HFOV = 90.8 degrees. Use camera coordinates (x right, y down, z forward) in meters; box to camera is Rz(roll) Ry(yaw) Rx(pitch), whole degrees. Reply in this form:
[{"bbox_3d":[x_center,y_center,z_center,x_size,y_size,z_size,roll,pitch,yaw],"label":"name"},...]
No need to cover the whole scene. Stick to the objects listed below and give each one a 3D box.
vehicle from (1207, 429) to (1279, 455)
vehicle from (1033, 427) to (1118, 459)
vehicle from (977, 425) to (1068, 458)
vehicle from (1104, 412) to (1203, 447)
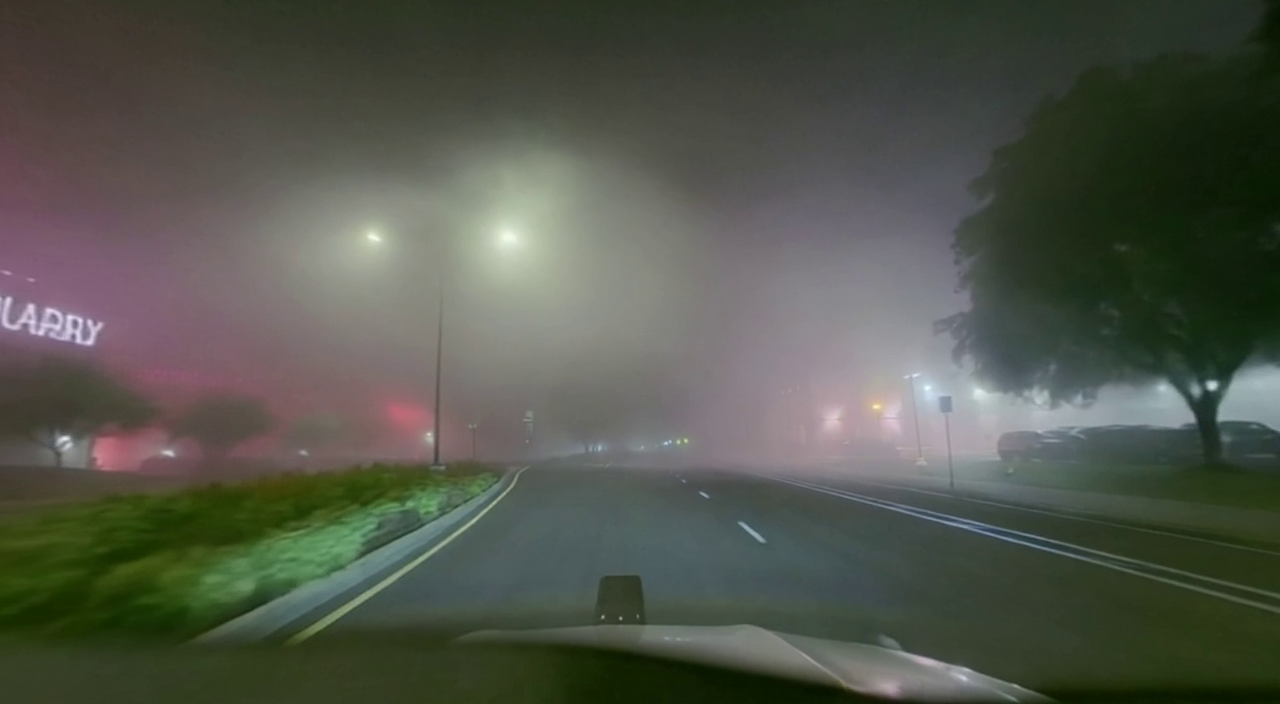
[{"bbox_3d":[36.484,5.388,37.803,1.578,1.401,3.547,-3,-9,-2],"label":"vehicle"},{"bbox_3d":[25.780,5.408,37.598,1.874,1.808,4.159,0,-8,-3],"label":"vehicle"},{"bbox_3d":[22.886,5.391,38.053,2.133,1.853,5.009,0,-8,-3],"label":"vehicle"},{"bbox_3d":[31.257,4.819,38.651,2.007,1.782,4.355,-3,-10,-5],"label":"vehicle"}]
